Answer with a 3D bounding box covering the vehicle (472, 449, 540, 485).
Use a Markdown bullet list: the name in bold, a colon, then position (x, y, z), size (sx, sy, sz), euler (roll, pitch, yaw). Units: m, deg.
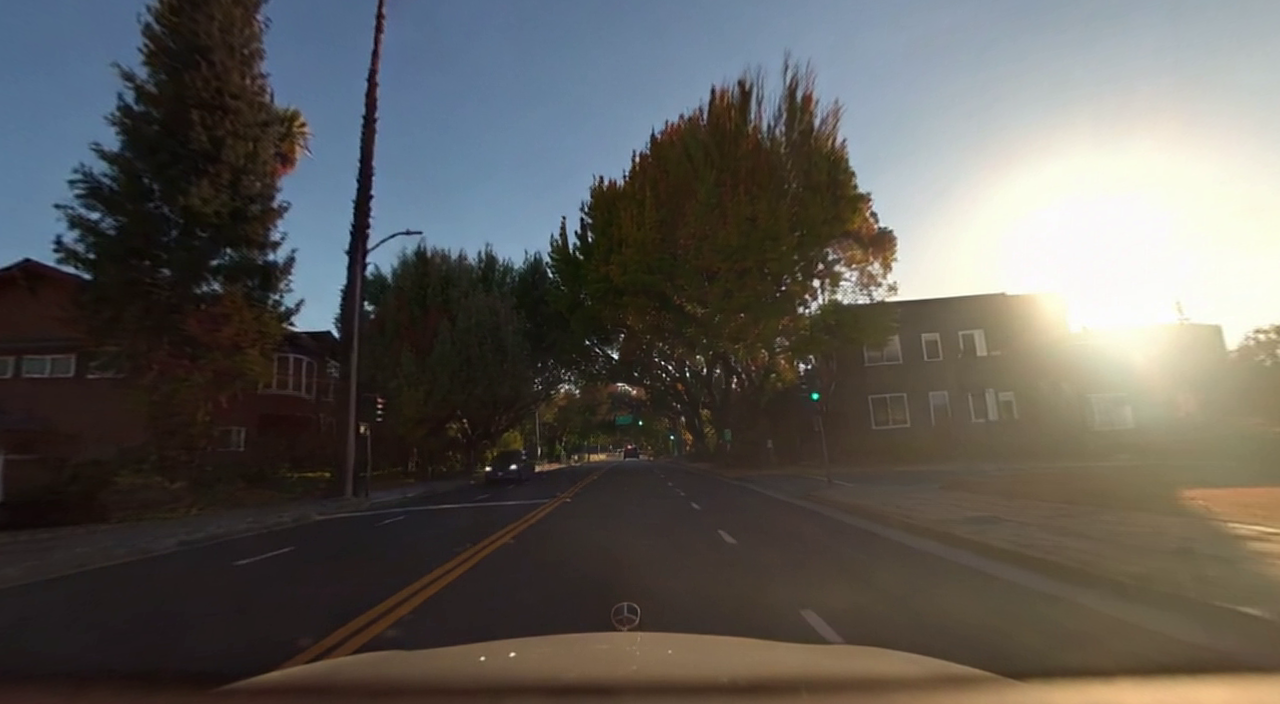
- **vehicle**: position (-6.125, 5.317, 29.510), size (2.243, 1.476, 4.729), euler (0, -9, -1)
